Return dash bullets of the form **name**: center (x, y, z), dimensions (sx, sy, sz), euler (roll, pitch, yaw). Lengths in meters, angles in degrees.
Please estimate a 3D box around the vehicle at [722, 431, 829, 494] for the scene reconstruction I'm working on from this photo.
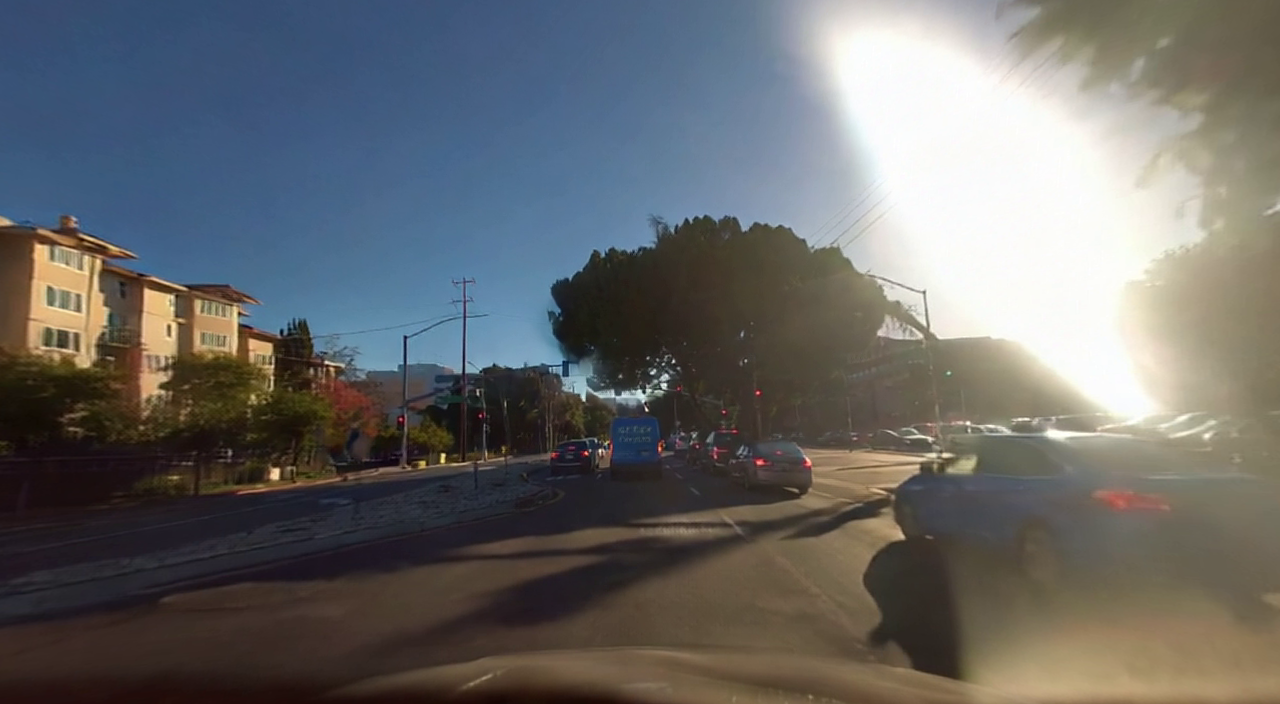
- **vehicle**: center (3.554, 2.991, 17.417), dimensions (1.951, 1.483, 4.582), euler (0, -8, 0)

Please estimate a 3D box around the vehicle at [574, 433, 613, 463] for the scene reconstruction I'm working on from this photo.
- **vehicle**: center (-2.828, 5.987, 39.424), dimensions (2.203, 1.786, 4.249), euler (0, -8, -1)

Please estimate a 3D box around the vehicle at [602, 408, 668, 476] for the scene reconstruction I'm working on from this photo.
- **vehicle**: center (-0.097, 3.686, 25.707), dimensions (2.422, 2.488, 4.992), euler (0, -8, 2)

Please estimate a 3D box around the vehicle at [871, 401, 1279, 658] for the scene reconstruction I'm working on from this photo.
- **vehicle**: center (4.174, 1.411, 6.251), dimensions (1.967, 1.506, 4.968), euler (0, -8, 1)
